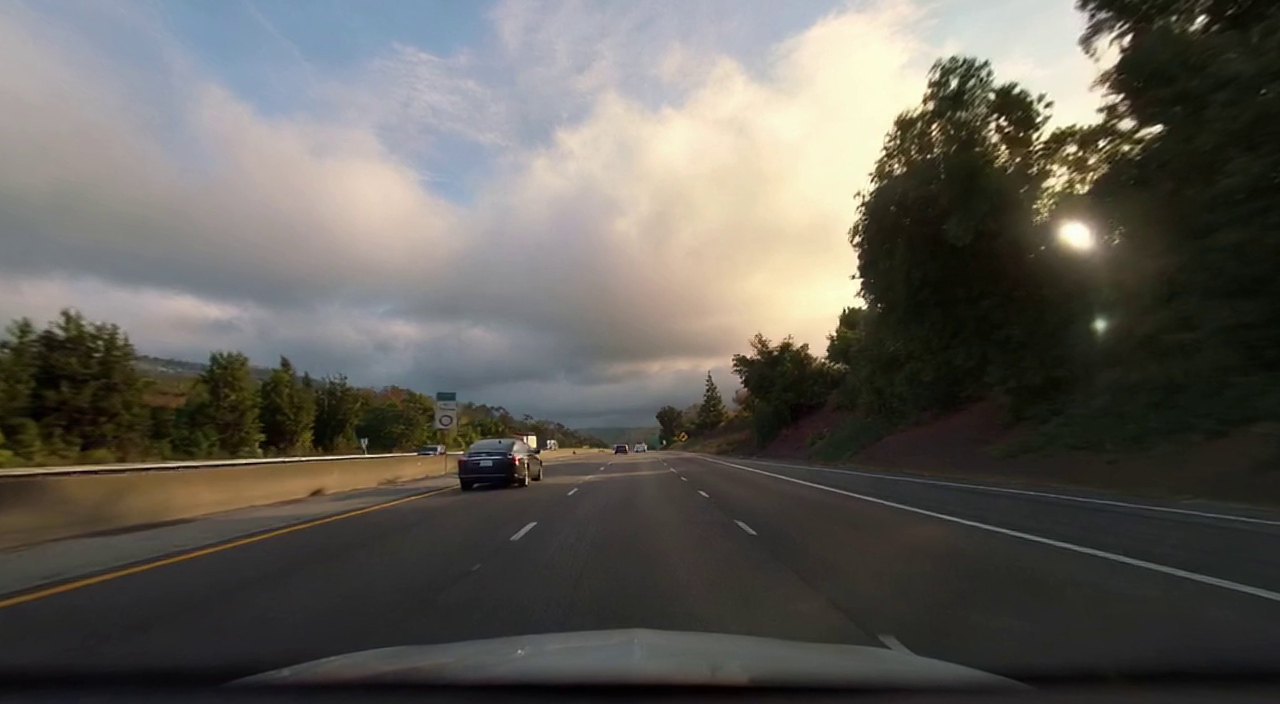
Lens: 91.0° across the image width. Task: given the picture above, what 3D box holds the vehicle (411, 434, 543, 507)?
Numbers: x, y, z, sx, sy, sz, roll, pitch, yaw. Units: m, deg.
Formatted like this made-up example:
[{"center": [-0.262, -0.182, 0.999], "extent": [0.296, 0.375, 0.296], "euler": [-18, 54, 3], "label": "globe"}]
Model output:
[{"center": [-3.912, 2.922, 16.037], "extent": [2.158, 1.562, 4.373], "euler": [-1, -8, 1], "label": "vehicle"}]
